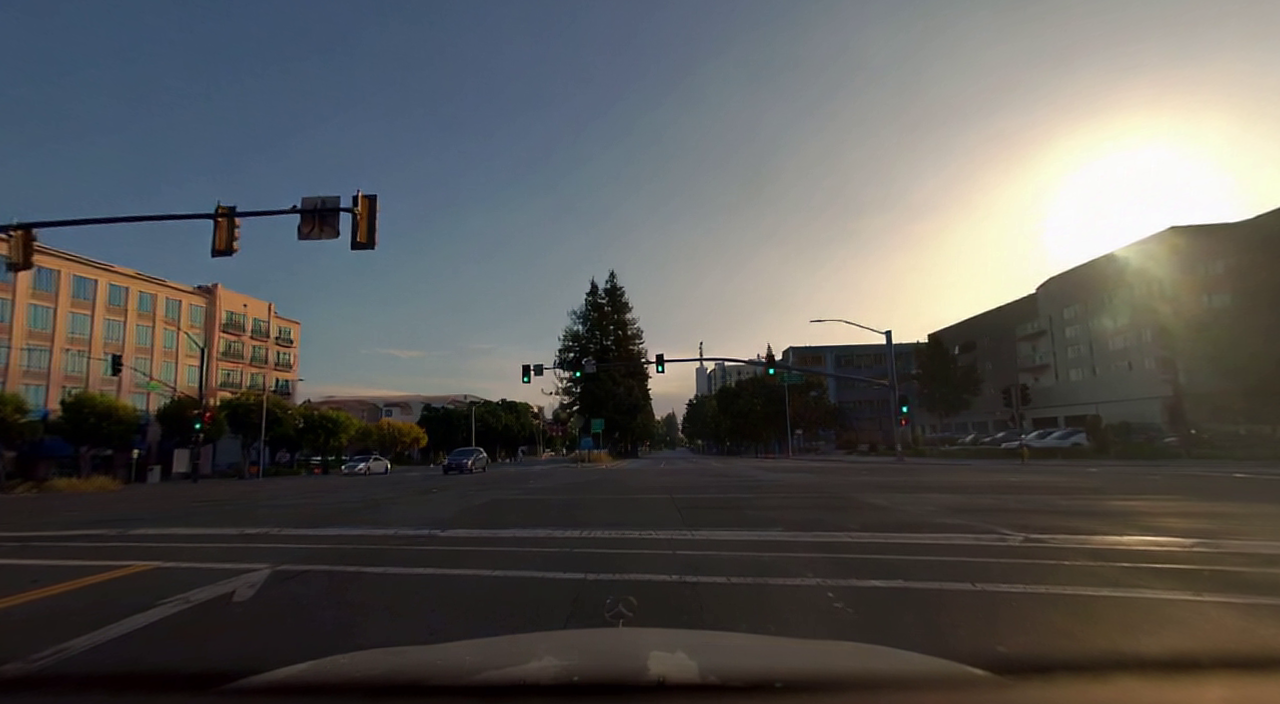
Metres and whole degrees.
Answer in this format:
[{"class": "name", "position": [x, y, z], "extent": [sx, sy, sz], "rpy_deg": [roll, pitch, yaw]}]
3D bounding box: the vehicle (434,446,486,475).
[{"class": "vehicle", "position": [-12.204, 7.392, 43.235], "extent": [2.151, 1.847, 4.634], "rpy_deg": [0, -9, 1]}]

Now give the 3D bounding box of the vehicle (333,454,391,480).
[{"class": "vehicle", "position": [-18.846, 7.787, 43.058], "extent": [1.933, 1.664, 4.255], "rpy_deg": [0, -9, 1]}]
